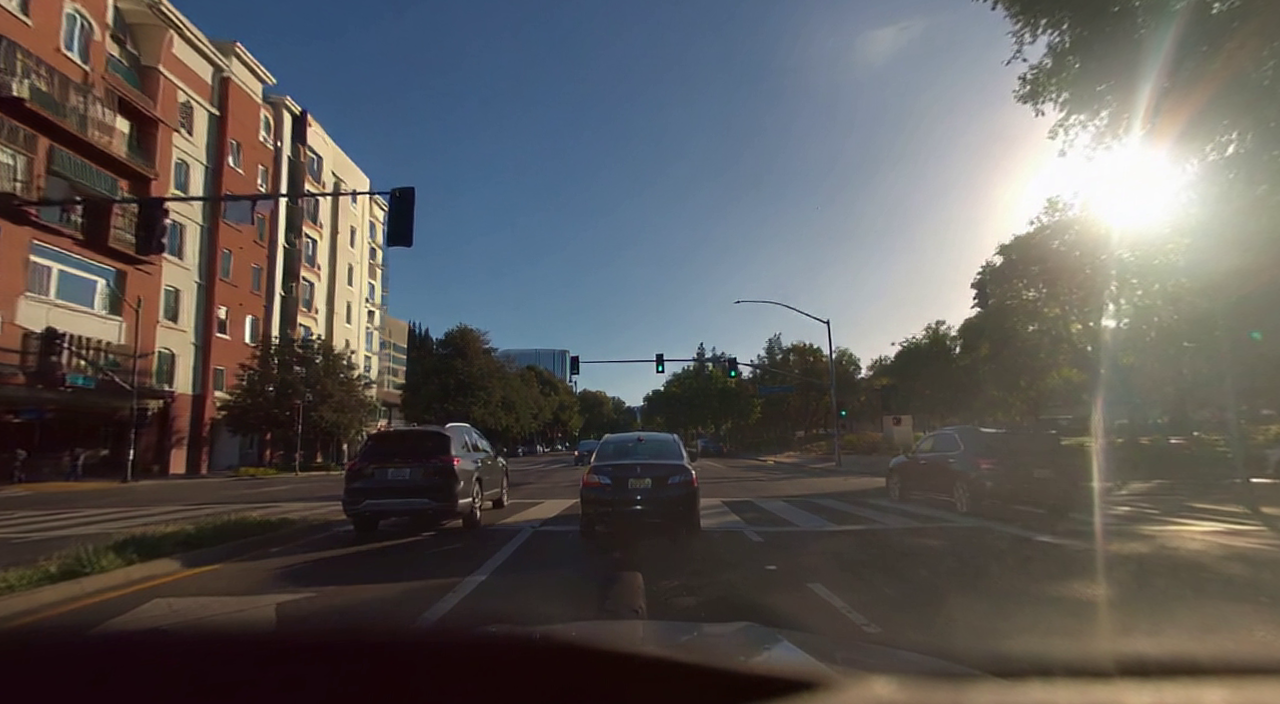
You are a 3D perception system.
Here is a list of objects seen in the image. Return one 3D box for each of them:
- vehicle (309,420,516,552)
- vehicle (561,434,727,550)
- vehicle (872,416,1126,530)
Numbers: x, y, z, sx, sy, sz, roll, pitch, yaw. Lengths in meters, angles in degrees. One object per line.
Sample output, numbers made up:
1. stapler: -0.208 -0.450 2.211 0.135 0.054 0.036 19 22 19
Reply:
1. vehicle: -3.454 2.106 10.667 2.081 1.719 4.434 1 -8 -4
2. vehicle: 0.052 2.146 10.360 2.190 1.522 3.850 0 -8 0
3. vehicle: 6.791 2.345 12.927 2.079 1.828 5.323 0 -8 0
